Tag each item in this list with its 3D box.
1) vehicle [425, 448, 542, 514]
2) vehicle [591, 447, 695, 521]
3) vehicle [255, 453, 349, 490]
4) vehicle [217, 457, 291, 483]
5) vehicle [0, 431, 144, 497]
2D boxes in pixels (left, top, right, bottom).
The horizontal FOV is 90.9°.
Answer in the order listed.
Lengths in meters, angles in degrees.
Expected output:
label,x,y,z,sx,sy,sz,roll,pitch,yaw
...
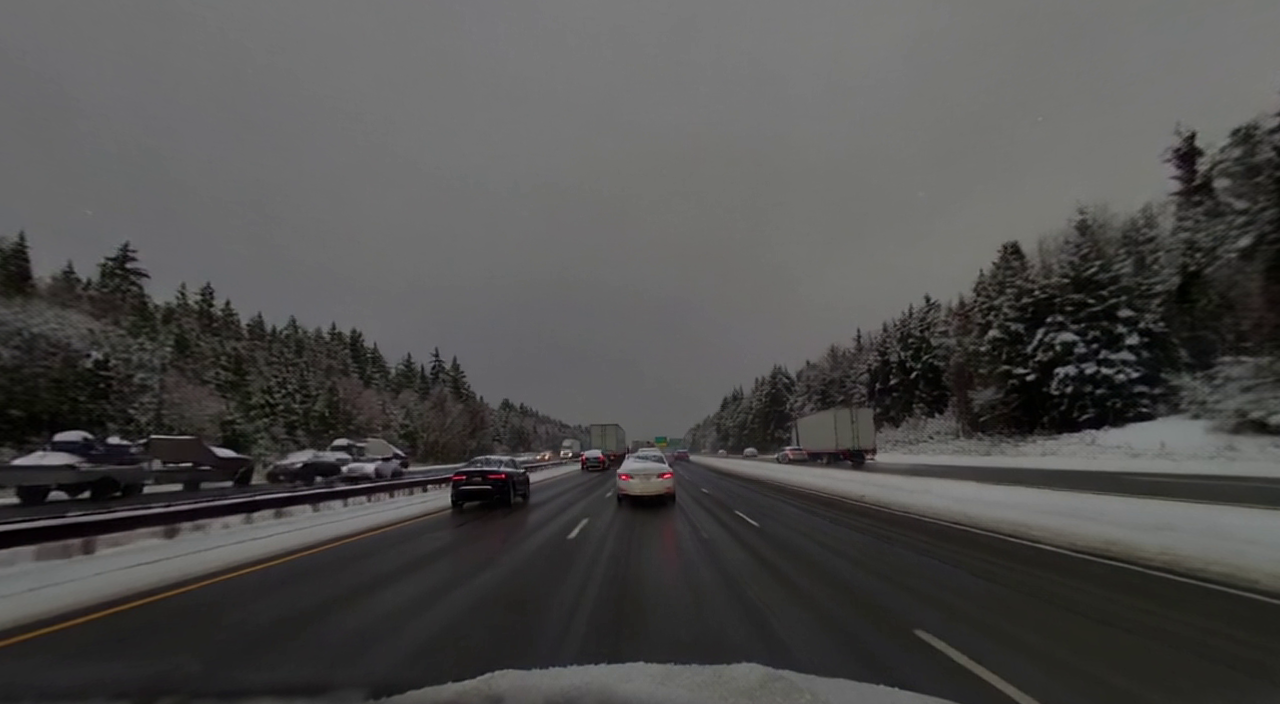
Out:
label,x,y,z,sx,sy,sz,roll,pitch,yaw
vehicle,-3.994,3.358,16.899,1.929,1.509,4.331,0,-9,1
vehicle,0.085,2.944,14.544,2.057,1.449,3.931,0,-9,1
vehicle,-15.325,5.404,28.847,1.949,1.540,4.064,-1,-9,2
vehicle,-27.386,8.382,44.907,1.962,1.694,4.917,-1,-9,2
vehicle,-32.022,6.246,35.621,2.761,3.380,5.944,-1,-9,2
